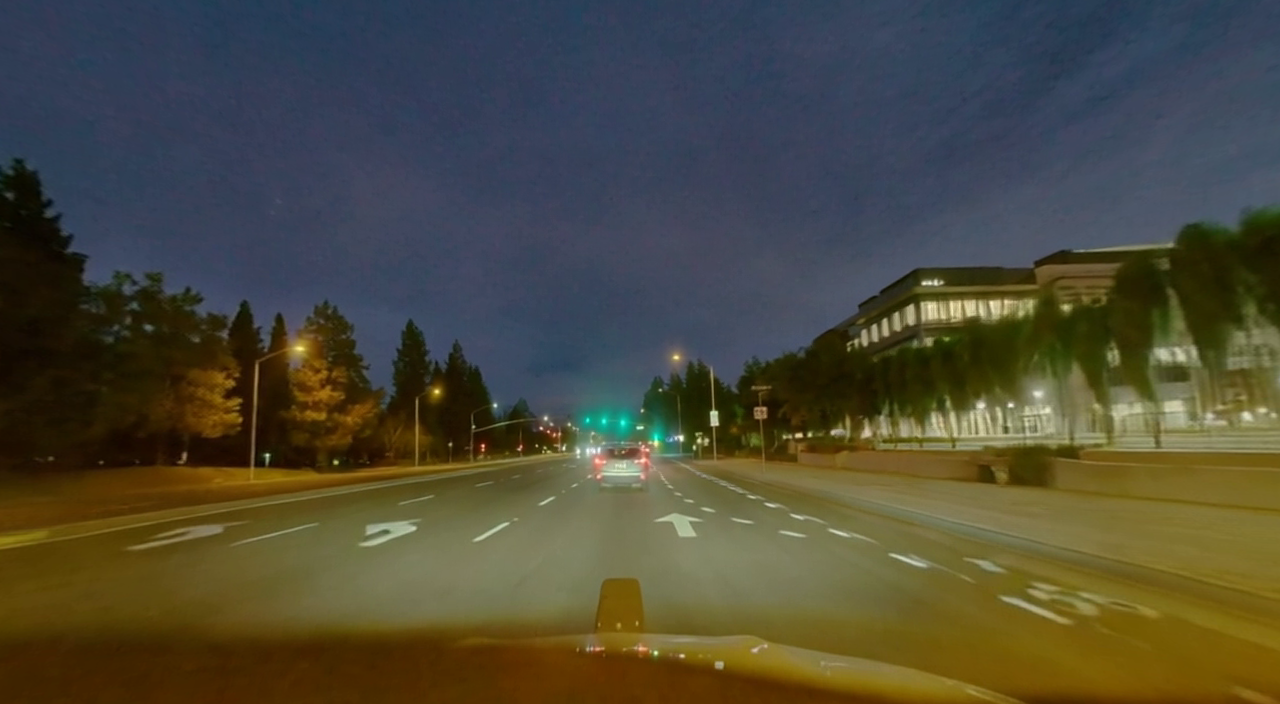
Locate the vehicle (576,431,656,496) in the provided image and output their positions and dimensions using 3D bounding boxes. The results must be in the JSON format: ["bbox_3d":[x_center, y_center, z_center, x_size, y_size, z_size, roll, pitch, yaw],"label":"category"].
[{"bbox_3d":[-0.649,3.277,18.891,2.130,1.711,4.038,0,-9,0],"label":"vehicle"}]
